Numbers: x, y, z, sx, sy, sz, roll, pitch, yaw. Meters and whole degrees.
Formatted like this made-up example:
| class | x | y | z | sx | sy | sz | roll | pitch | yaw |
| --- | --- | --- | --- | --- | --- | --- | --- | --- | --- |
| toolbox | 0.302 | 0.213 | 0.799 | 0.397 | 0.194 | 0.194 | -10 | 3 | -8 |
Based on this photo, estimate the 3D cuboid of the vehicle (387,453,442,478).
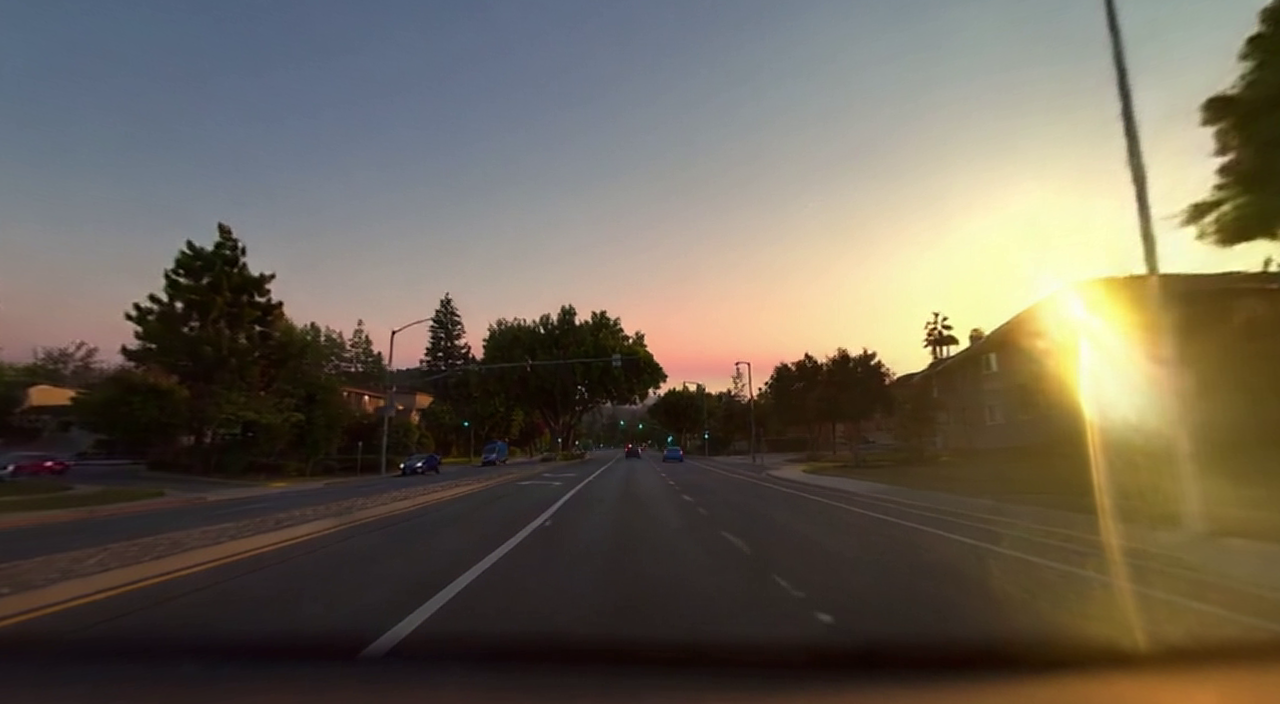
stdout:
| class | x | y | z | sx | sy | sz | roll | pitch | yaw |
| --- | --- | --- | --- | --- | --- | --- | --- | --- | --- |
| vehicle | -14.074 | 7.093 | 39.711 | 1.888 | 1.470 | 4.282 | 0 | -9 | 0 |
